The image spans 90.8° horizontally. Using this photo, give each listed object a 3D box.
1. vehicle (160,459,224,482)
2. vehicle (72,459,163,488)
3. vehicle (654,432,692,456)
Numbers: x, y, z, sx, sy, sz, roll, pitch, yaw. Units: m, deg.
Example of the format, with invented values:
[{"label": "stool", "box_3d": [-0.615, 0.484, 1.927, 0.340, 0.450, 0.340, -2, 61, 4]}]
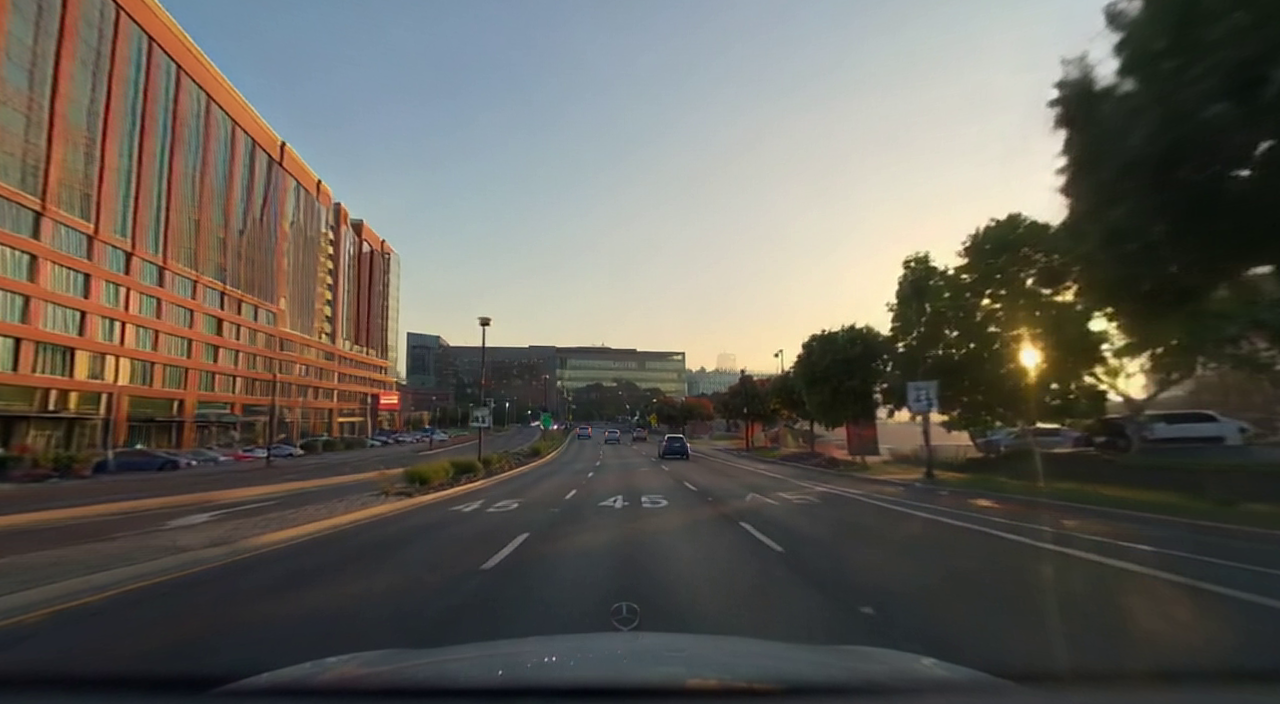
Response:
[{"label": "vehicle", "box_3d": [-29.625, 7.810, 41.898, 1.655, 1.389, 3.364, 0, -9, 3]}, {"label": "vehicle", "box_3d": [-29.596, 6.863, 35.931, 1.764, 1.476, 4.121, 0, -9, -3]}, {"label": "vehicle", "box_3d": [2.148, 6.233, 42.818, 2.090, 1.506, 4.382, 0, -8, -3]}]
